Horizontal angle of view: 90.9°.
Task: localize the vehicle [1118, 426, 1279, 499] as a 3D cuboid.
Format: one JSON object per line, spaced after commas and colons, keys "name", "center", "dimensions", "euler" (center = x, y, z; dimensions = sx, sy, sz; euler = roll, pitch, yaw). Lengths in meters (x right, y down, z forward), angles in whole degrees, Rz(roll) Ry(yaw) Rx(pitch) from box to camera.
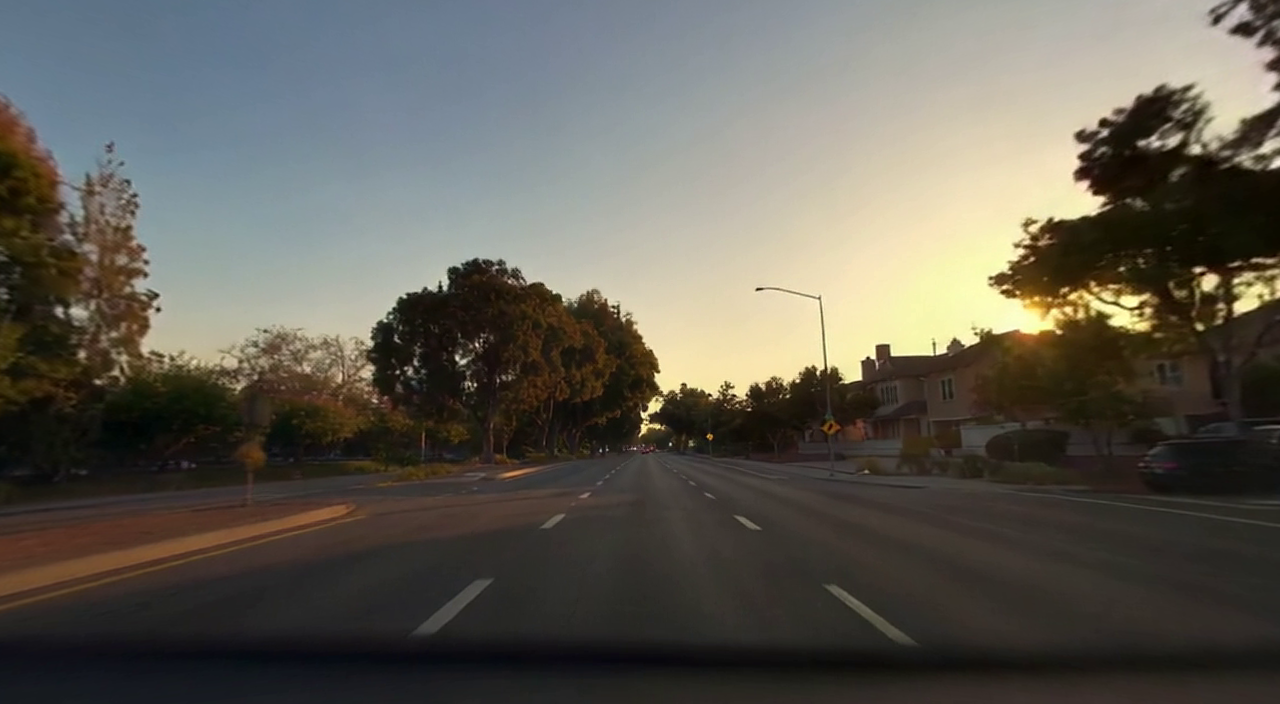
{"name": "vehicle", "center": [17.877, 3.141, 18.338], "dimensions": [5.770, 1.844, 2.360], "euler": [-3, -7, 5]}
